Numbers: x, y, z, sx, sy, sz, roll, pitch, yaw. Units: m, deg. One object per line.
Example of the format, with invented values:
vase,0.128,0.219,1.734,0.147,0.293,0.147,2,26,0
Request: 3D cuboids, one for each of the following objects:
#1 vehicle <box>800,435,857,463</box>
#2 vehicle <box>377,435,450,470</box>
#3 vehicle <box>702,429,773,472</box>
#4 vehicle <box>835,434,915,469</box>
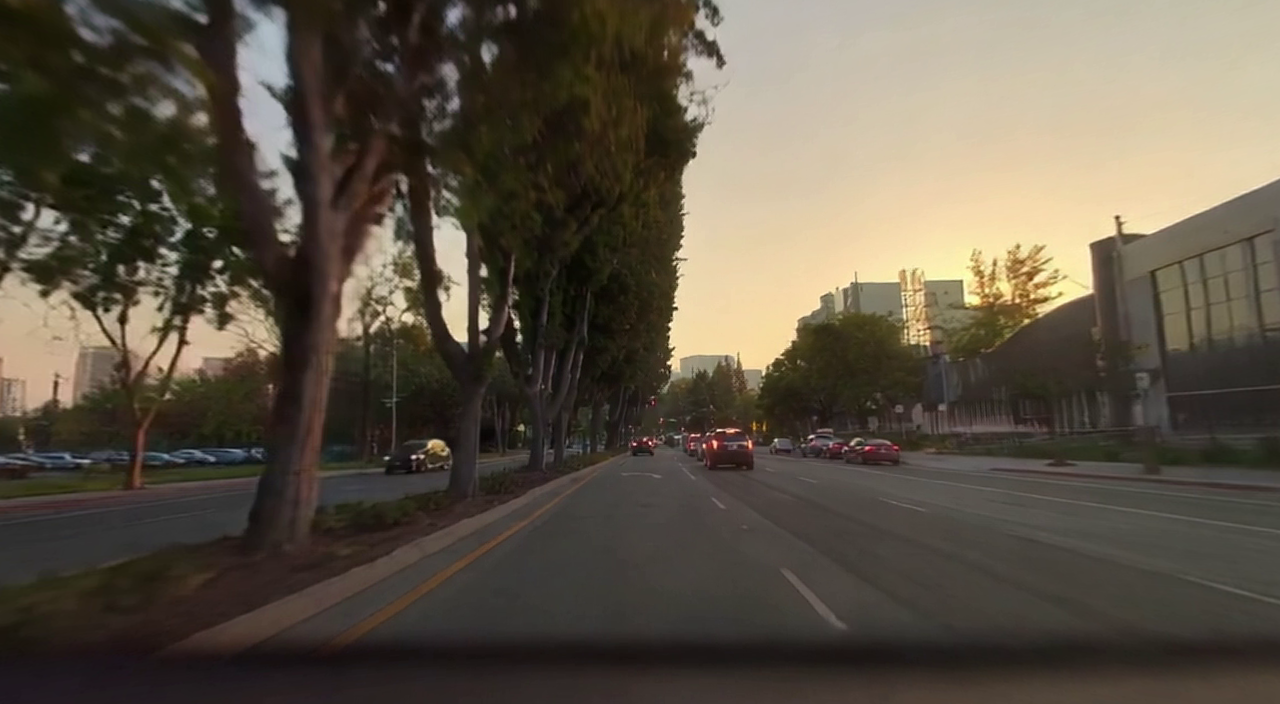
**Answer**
vehicle,10.796,5.588,36.456,1.841,1.471,4.790,0,-8,0
vehicle,-13.640,6.101,38.462,2.285,1.931,5.530,-2,-8,2
vehicle,4.050,4.185,26.972,2.216,1.675,4.627,0,-8,-1
vehicle,10.537,4.496,28.653,1.840,1.467,4.731,0,-8,0
